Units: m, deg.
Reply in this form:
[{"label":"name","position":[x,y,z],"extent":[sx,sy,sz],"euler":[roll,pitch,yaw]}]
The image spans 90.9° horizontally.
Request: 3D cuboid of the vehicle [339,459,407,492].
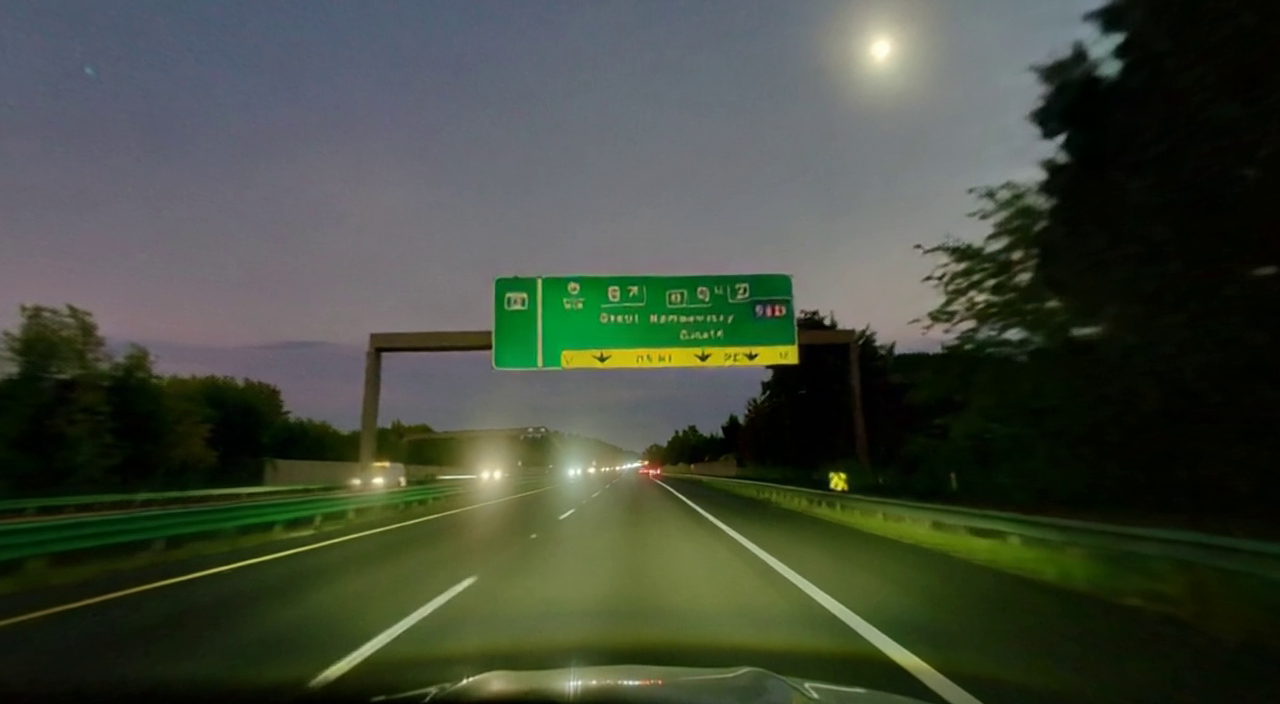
[{"label":"vehicle","position":[-16.519,7.662,39.238],"extent":[2.055,1.872,4.733],"euler":[1,-10,0]}]
